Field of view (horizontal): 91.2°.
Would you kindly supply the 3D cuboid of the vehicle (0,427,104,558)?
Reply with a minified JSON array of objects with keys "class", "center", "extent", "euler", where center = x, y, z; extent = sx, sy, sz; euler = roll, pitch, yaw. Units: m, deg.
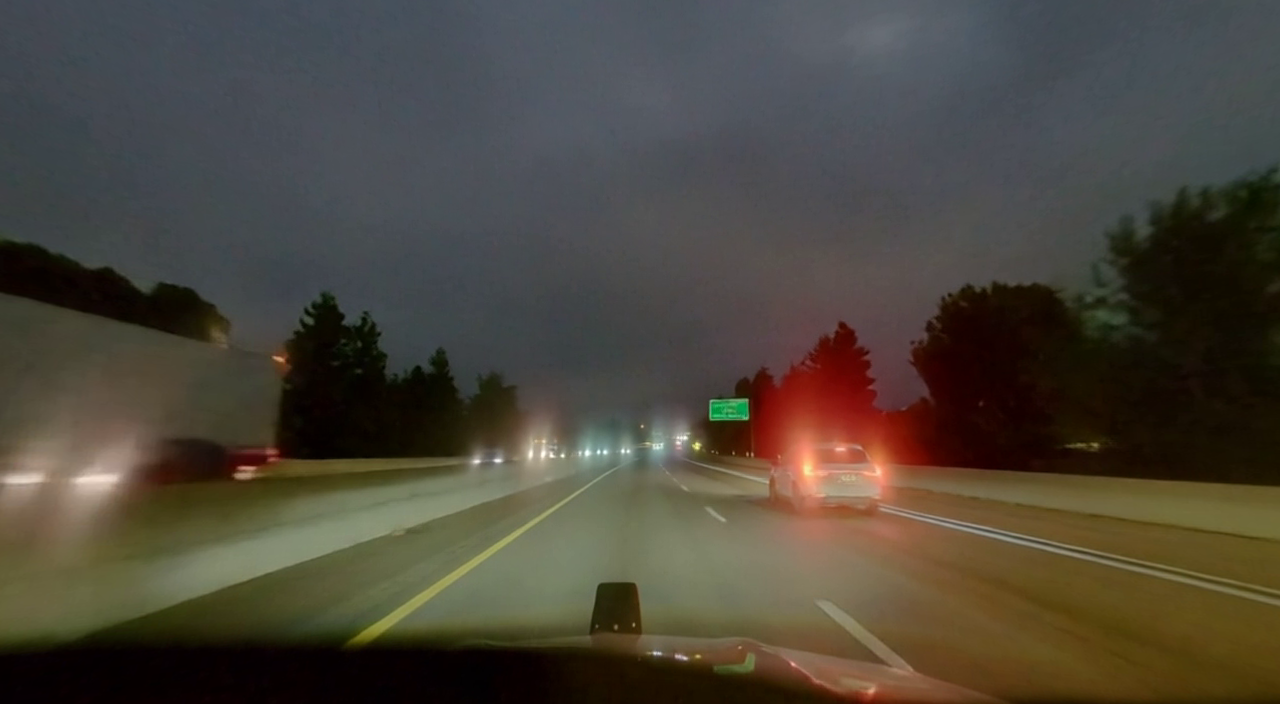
[{"class":"vehicle","center":[-9.073,1.672,7.219],"extent":[2.023,1.628,4.241],"euler":[0,-9,-1]}]

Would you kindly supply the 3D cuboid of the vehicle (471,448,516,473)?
[{"class":"vehicle","center":[-9.437,7.010,40.608],"extent":[1.897,1.540,4.049],"euler":[-1,-9,0]}]

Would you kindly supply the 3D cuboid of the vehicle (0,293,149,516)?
[{"class":"vehicle","center":[-13.366,0.194,6.600],"extent":[3.099,4.089,16.683],"euler":[0,-9,-1]}]

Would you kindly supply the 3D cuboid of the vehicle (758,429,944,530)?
[{"class":"vehicle","center":[3.979,2.501,12.900],"extent":[2.089,1.660,4.729],"euler":[0,-9,-1]}]
